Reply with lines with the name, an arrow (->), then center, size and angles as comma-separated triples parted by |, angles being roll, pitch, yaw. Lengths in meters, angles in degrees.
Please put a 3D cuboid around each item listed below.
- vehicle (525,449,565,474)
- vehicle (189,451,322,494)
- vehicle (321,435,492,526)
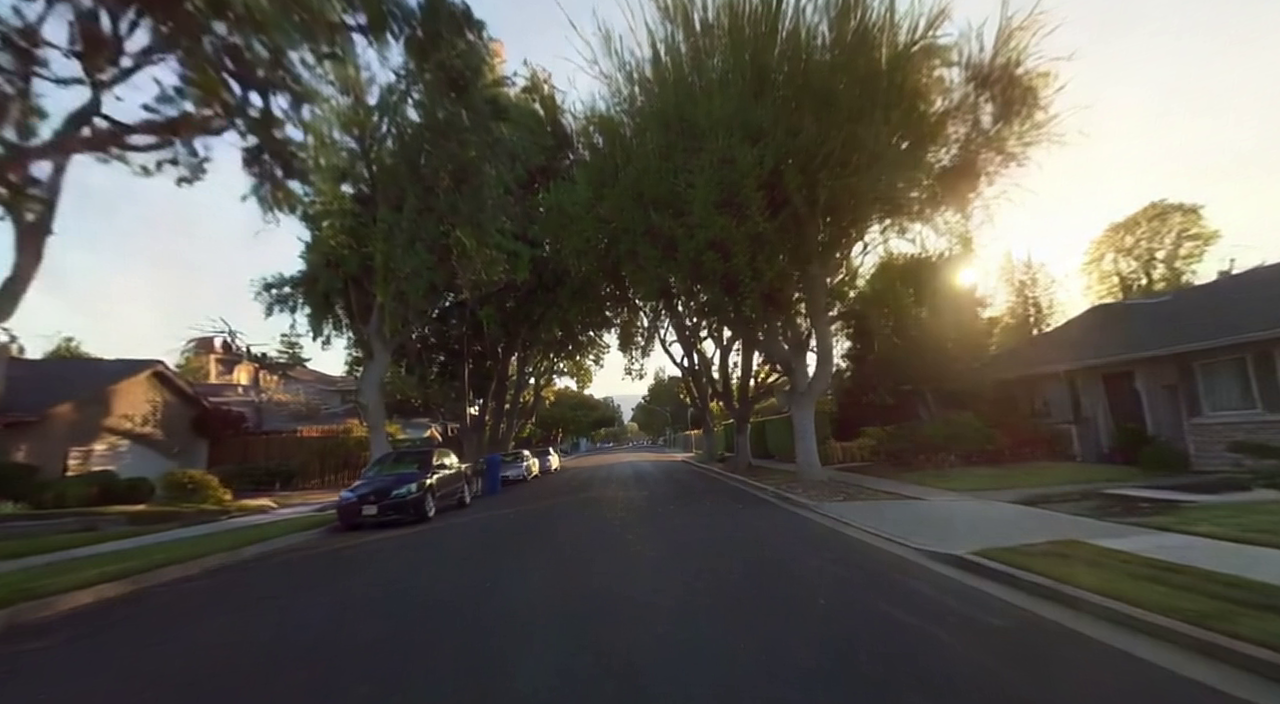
vehicle -> -5.994, 6.949, 40.277 | 1.901, 1.468, 4.212 | 0, -8, 0
vehicle -> -16.886, 5.293, 27.944 | 4.546, 1.791, 1.992 | 0, -8, -2
vehicle -> -5.605, 3.135, 16.226 | 2.341, 1.886, 5.684 | 0, -8, -1
